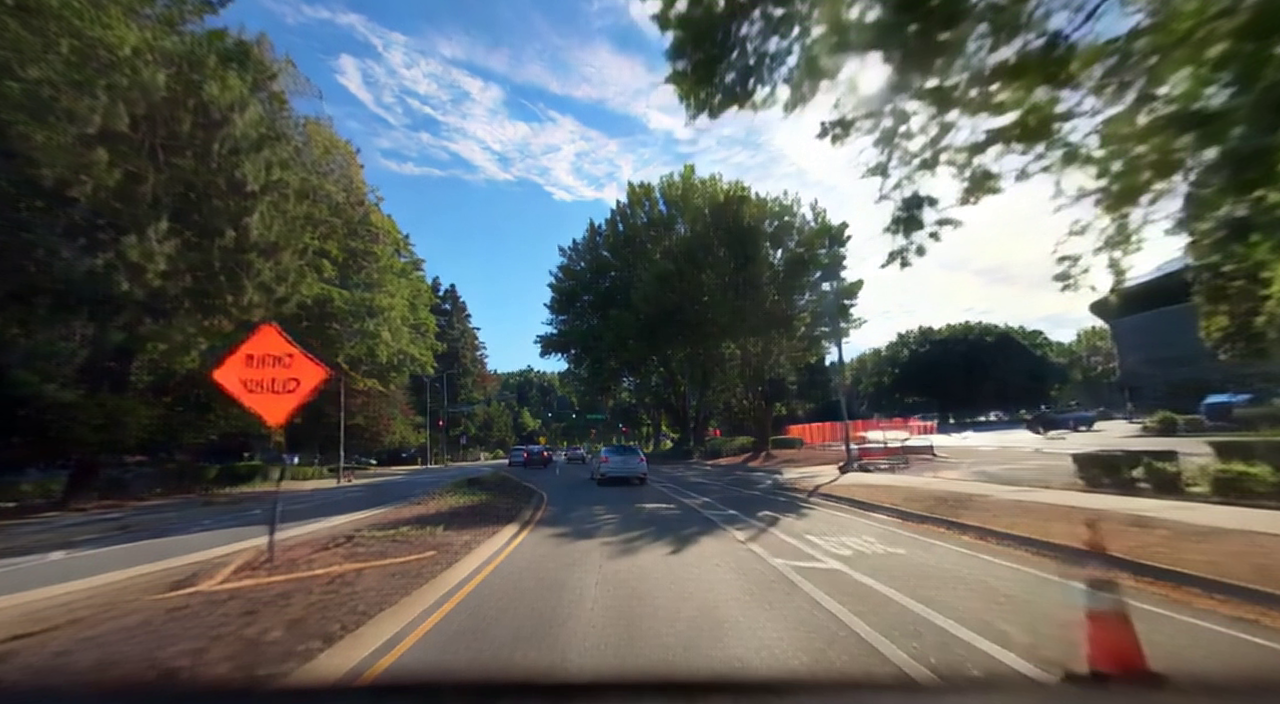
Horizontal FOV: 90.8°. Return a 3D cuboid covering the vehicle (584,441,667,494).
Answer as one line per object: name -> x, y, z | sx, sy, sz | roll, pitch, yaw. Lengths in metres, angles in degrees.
vehicle -> -0.596, 3.698, 20.661 | 2.266, 1.508, 4.430 | 1, -9, -7

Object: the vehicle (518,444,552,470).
vehicle -> -7.083, 7.151, 43.113 | 2.077, 1.665, 4.206 | 1, -9, -7
